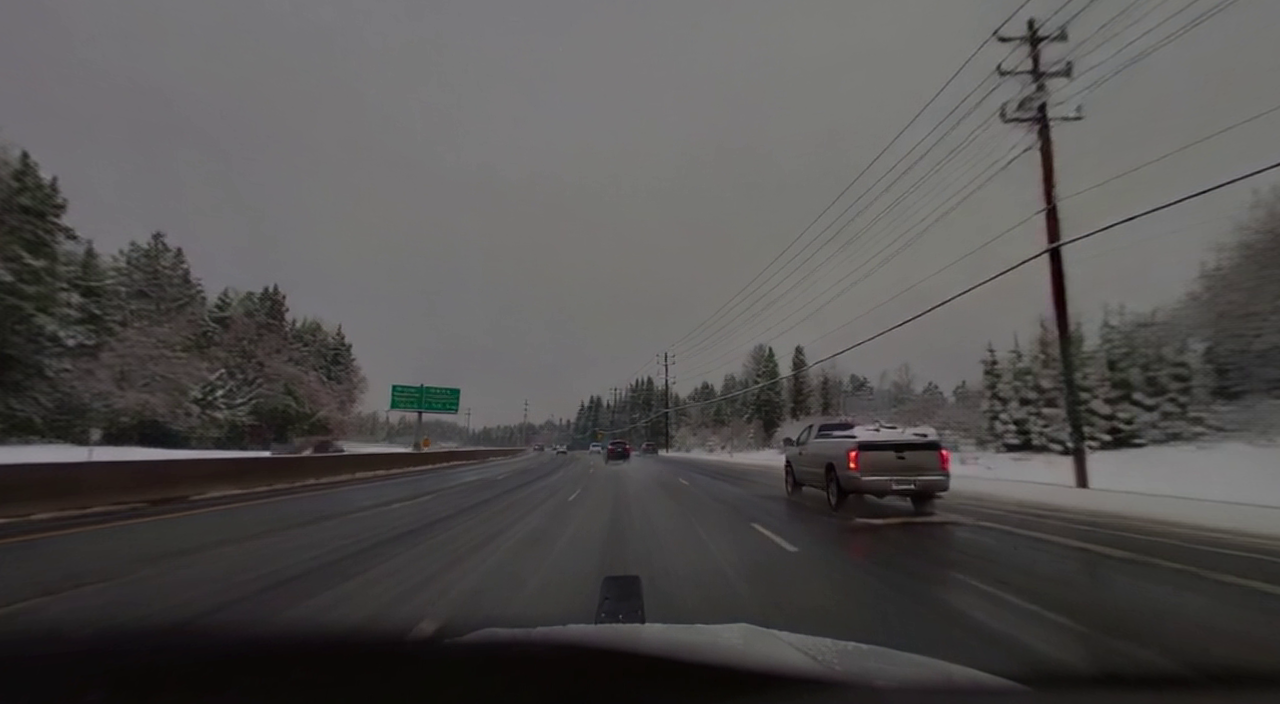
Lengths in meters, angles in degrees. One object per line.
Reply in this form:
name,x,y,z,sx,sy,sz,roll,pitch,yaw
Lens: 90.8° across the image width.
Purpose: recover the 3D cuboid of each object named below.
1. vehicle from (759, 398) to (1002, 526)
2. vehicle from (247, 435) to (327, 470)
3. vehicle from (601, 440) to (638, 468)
vehicle,4.430,2.201,13.161,2.504,2.033,5.979,0,-8,-2
vehicle,-19.215,5.497,34.631,1.999,1.779,4.398,0,-9,-3
vehicle,-1.436,6.794,42.212,2.188,1.714,3.921,1,-9,-6
